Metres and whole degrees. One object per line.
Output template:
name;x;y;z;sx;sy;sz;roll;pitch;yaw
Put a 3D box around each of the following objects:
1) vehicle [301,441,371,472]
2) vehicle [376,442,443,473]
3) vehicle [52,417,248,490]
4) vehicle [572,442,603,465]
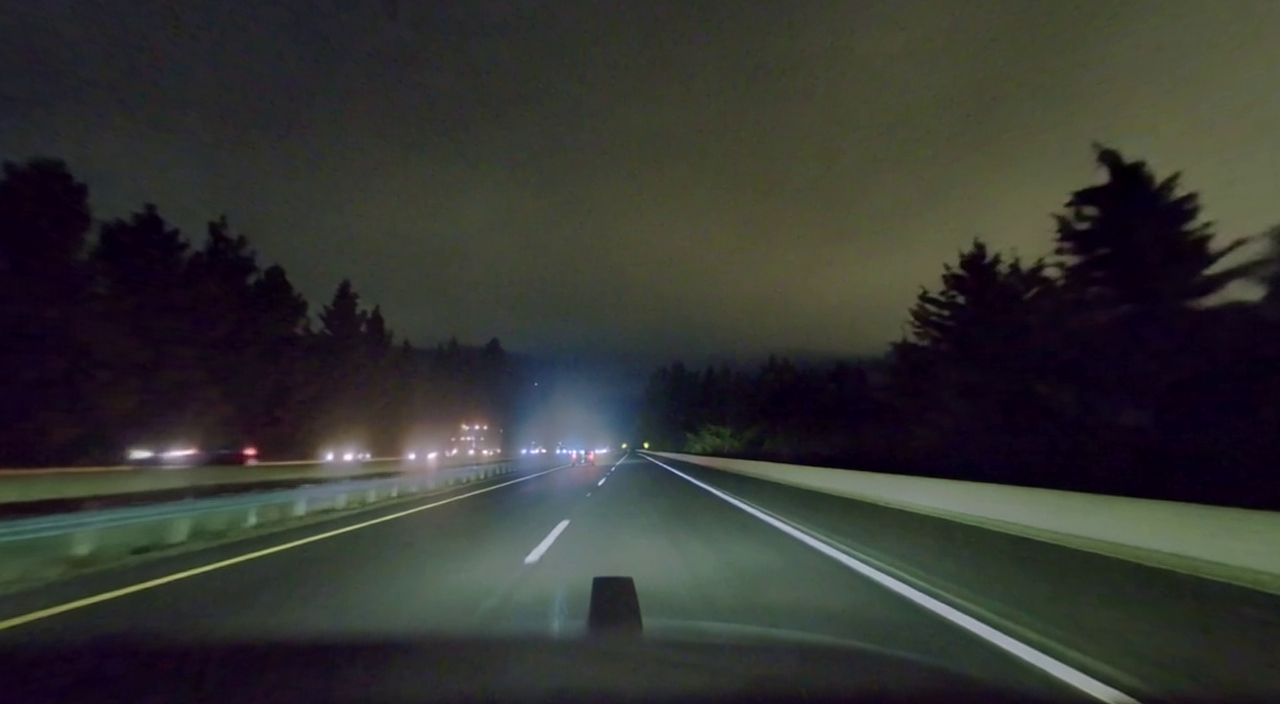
vehicle;-16.661;5.740;34.547;1.762;1.539;4.124;0;-9;0
vehicle;-11.682;5.377;32.084;1.887;1.473;4.124;0;-9;0
vehicle;-14.781;3.109;19.395;2.109;1.954;4.790;0;-9;1
vehicle;-4.044;7.939;48.892;2.098;1.692;4.038;0;-9;0
